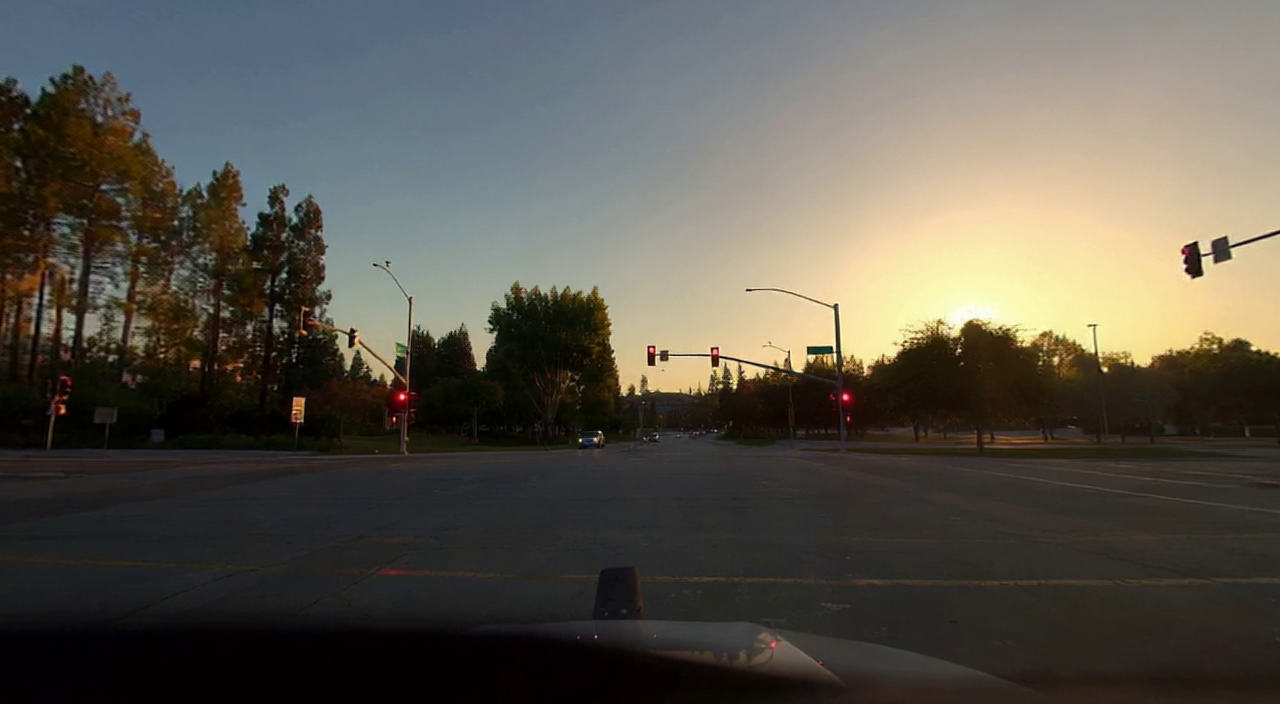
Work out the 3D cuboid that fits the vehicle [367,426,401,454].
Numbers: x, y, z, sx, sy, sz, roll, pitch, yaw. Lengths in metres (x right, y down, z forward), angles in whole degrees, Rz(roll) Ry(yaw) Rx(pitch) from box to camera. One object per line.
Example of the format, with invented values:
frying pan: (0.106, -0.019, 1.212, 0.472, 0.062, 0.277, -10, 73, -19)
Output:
vehicle: (-19.956, 6.849, 48.883, 1.873, 2.079, 2.879, 5, -10, -33)
